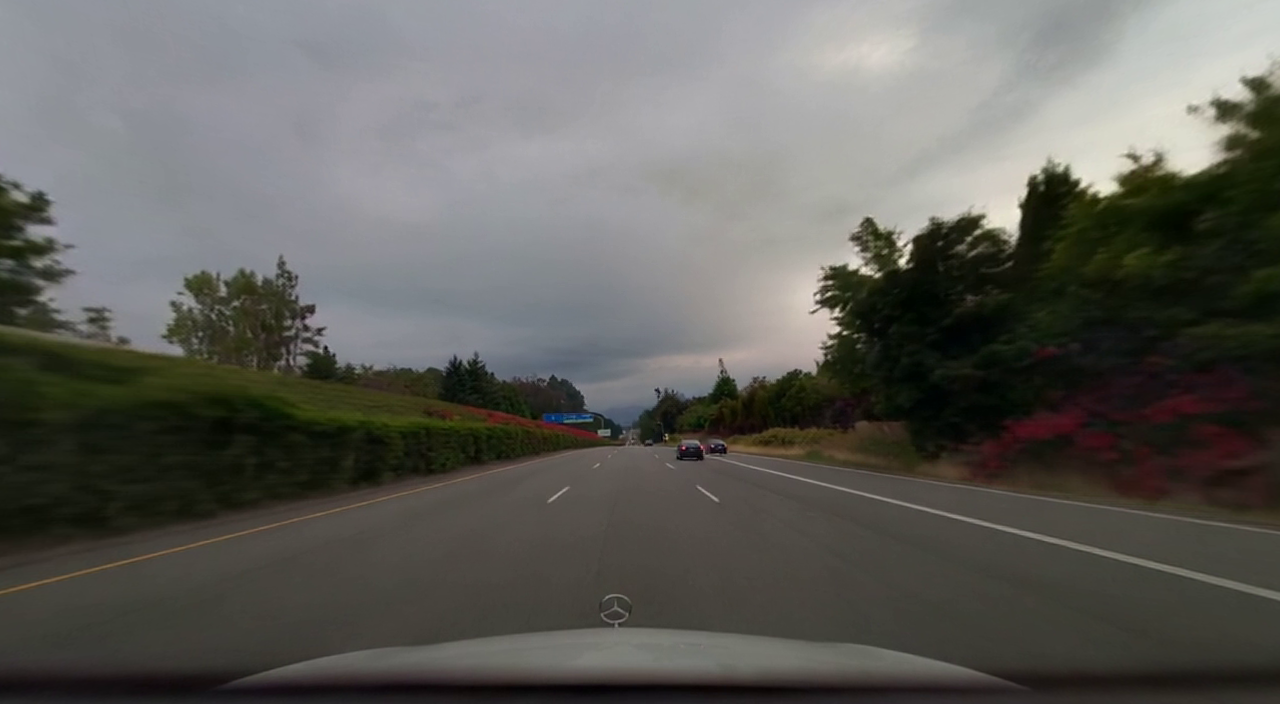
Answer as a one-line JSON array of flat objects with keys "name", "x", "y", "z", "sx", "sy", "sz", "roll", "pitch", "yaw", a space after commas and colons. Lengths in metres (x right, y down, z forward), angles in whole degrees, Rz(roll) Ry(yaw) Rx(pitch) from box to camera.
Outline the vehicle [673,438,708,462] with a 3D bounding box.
[{"name": "vehicle", "x": 3.276, "y": 6.365, "z": 41.324, "sx": 1.819, "sy": 1.468, "sz": 3.770, "roll": 0, "pitch": -8, "yaw": -2}]
